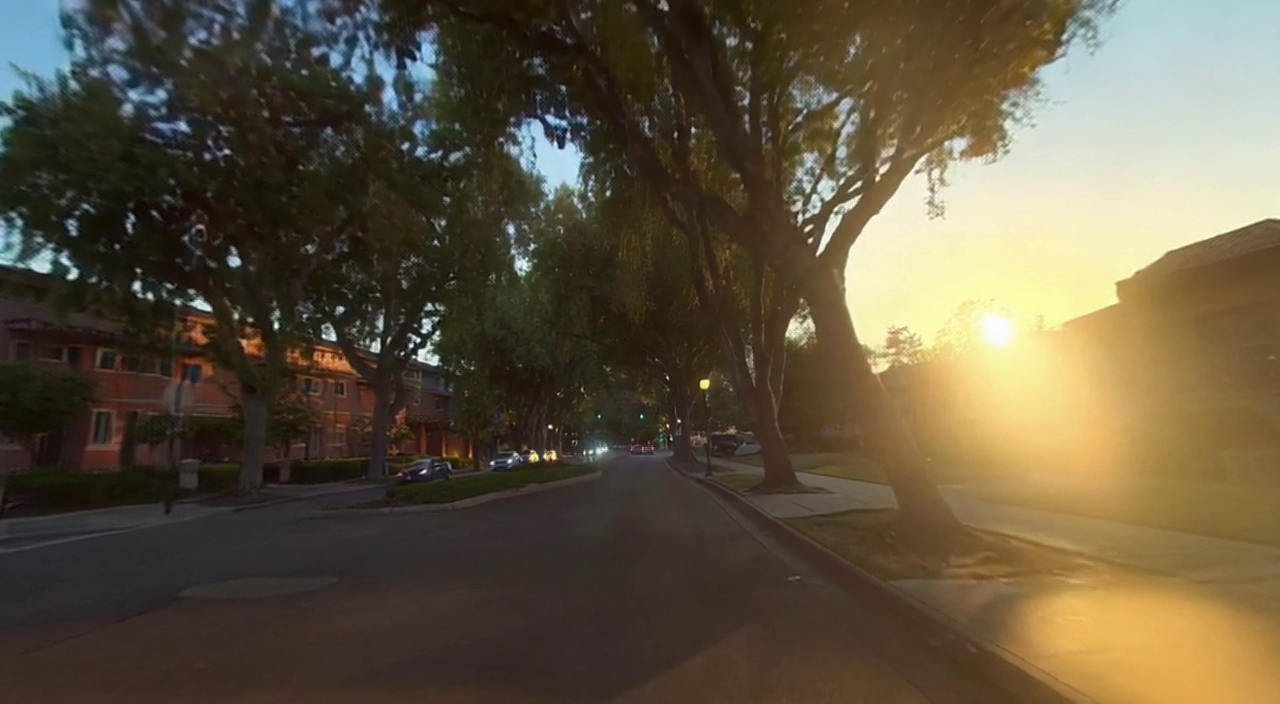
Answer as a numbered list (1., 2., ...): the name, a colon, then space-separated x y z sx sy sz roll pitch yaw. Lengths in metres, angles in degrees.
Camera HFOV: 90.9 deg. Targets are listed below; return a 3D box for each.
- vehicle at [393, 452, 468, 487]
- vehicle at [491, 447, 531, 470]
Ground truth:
1. vehicle: -9.881 5.558 30.176 1.892 1.484 4.576 0 -8 2
2. vehicle: -10.074 8.313 49.469 1.995 1.657 4.609 -1 -8 3
